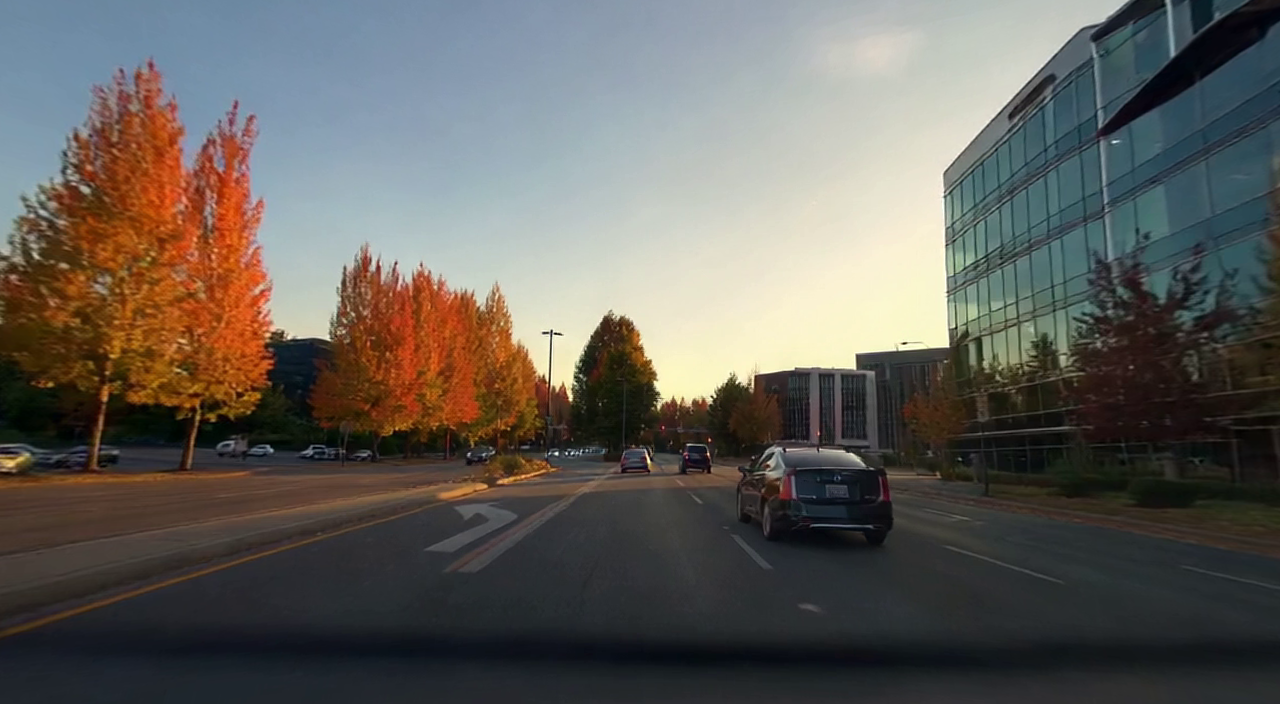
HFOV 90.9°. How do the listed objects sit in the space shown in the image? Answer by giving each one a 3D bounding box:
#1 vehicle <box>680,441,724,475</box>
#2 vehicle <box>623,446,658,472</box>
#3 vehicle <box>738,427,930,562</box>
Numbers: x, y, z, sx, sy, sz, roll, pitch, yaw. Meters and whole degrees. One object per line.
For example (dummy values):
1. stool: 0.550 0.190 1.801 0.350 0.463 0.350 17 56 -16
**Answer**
1. vehicle: 3.737 6.468 38.766 2.154 1.844 4.634 2 -8 -1
2. vehicle: 0.022 6.494 38.578 1.991 1.477 3.814 0 -8 0
3. vehicle: 2.835 2.126 10.156 1.901 1.634 3.896 3 -8 1
